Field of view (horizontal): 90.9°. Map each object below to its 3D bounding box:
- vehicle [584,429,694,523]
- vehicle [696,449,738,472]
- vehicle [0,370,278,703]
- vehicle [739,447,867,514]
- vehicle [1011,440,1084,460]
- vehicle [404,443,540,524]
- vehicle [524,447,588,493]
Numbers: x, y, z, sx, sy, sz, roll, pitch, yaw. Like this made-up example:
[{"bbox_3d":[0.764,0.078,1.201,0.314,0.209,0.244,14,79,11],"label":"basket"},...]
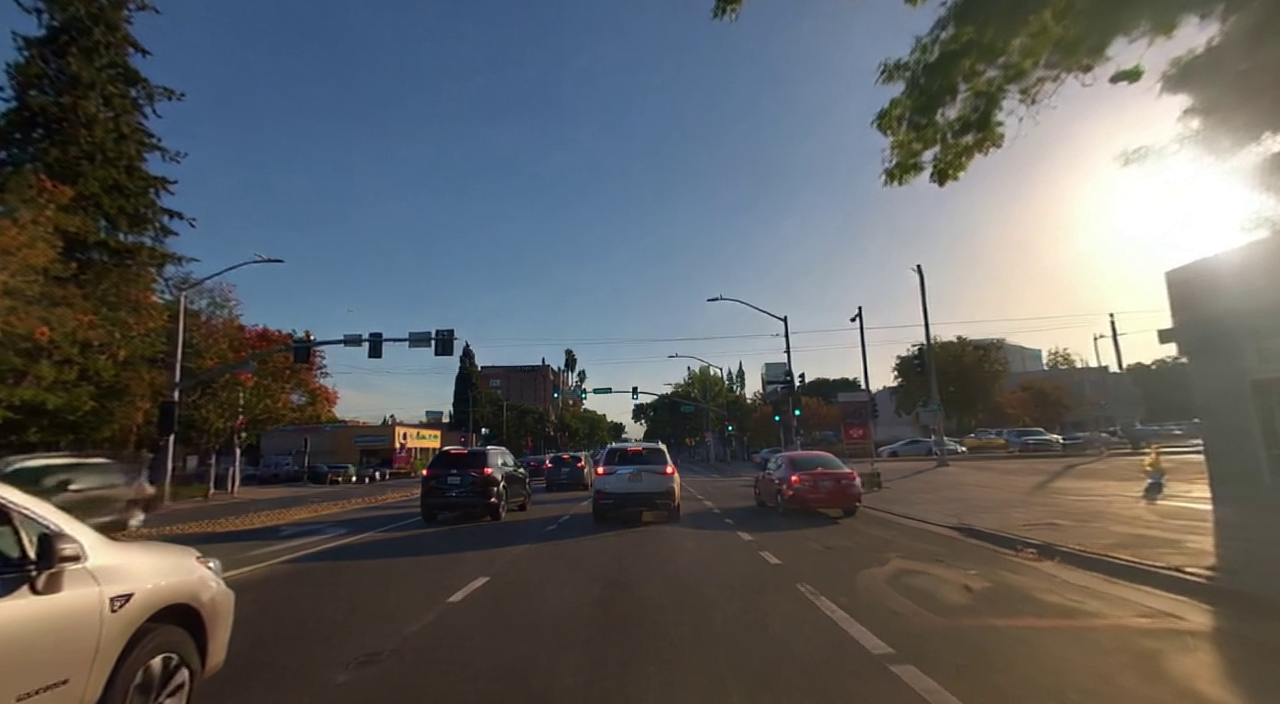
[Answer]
[{"bbox_3d":[0.001,2.654,14.015,2.075,1.770,4.018,0,-8,1],"label":"vehicle"},{"bbox_3d":[5.702,7.946,46.242,1.878,1.526,4.736,-3,-9,21],"label":"vehicle"},{"bbox_3d":[-3.336,0.794,1.683,1.975,1.624,4.481,0,-8,1],"label":"vehicle"},{"bbox_3d":[3.941,3.170,16.155,1.986,1.457,4.566,0,-8,-1],"label":"vehicle"},{"bbox_3d":[31.720,7.659,49.161,4.169,1.475,2.059,-2,-9,11],"label":"vehicle"},{"bbox_3d":[-3.696,2.936,14.738,1.886,1.599,4.247,0,-8,2],"label":"vehicle"},{"bbox_3d":[-3.241,4.594,24.983,1.894,1.642,3.861,0,-8,1],"label":"vehicle"}]
